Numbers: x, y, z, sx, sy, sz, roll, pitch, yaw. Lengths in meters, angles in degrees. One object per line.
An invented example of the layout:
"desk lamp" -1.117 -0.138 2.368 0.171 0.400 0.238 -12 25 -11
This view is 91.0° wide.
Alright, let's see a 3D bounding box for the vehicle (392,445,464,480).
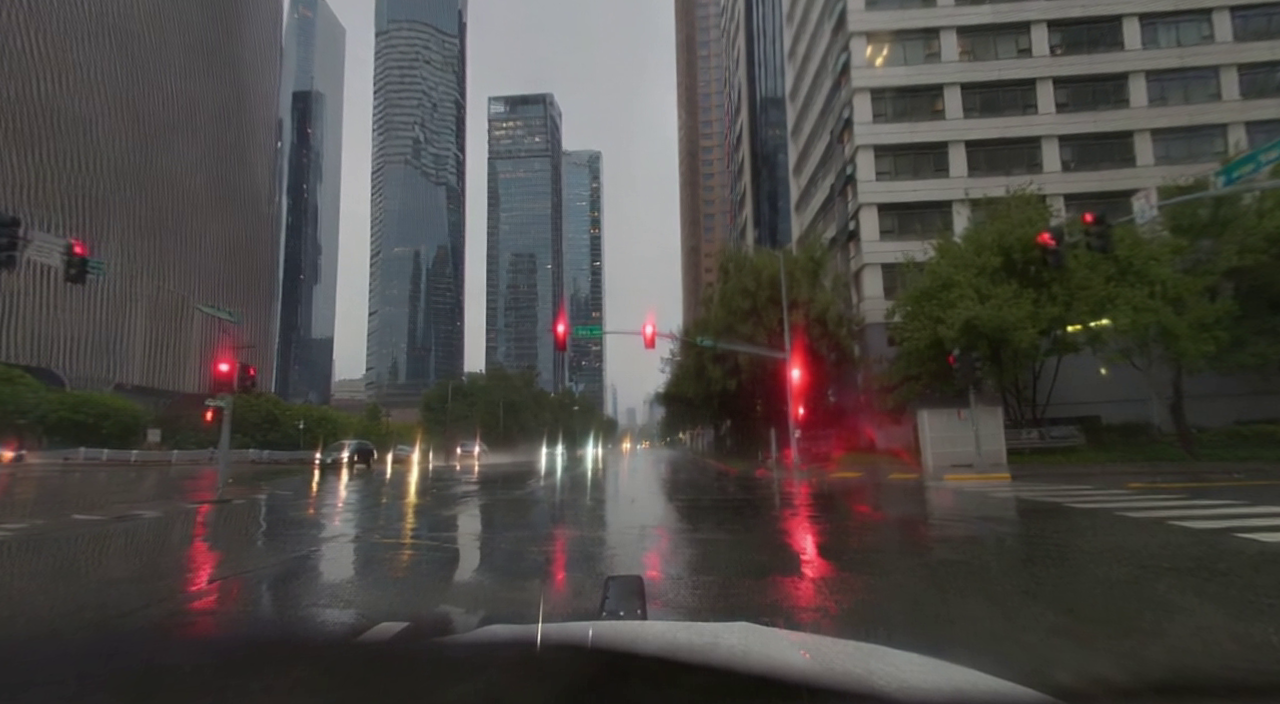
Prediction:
"vehicle" -11.632 6.070 34.954 2.069 1.771 4.947 0 -9 3
